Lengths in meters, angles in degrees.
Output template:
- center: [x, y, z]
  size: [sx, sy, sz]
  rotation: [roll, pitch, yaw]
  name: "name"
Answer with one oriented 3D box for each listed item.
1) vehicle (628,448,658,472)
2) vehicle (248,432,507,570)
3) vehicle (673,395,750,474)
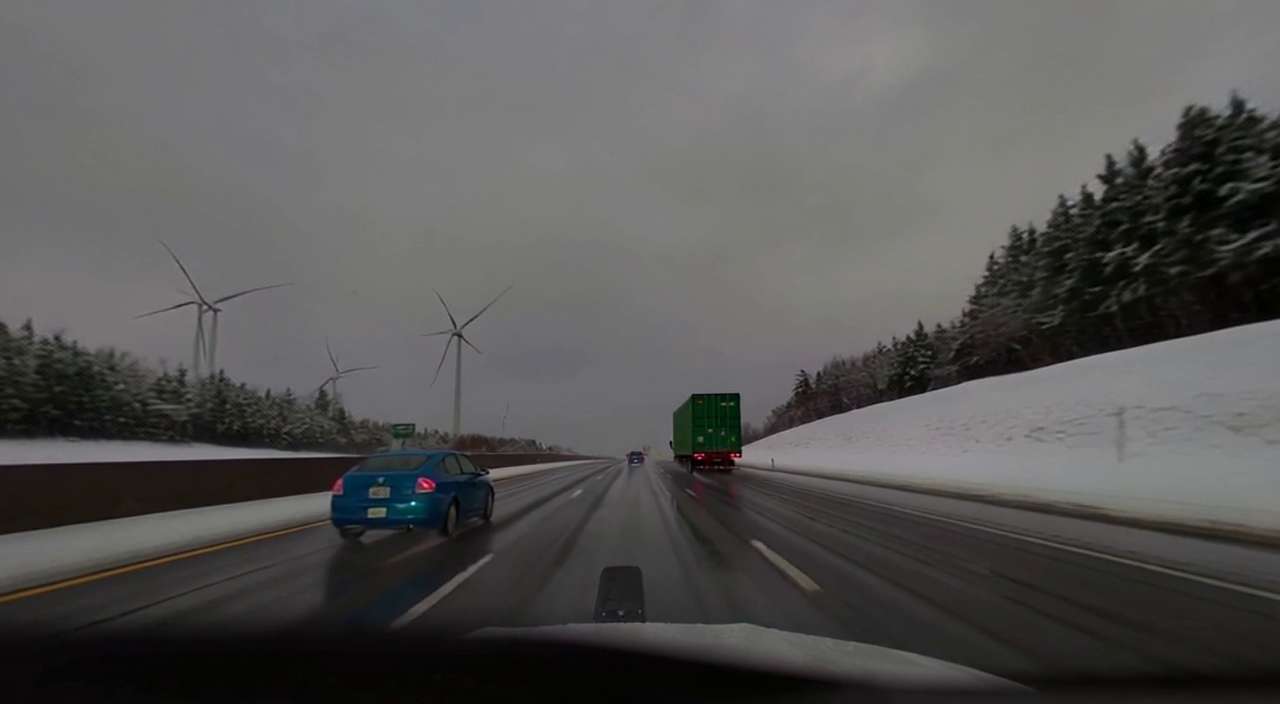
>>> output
- center: [0.191, 7.198, 42.238]
  size: [1.931, 1.453, 3.695]
  rotation: [0, -9, 0]
  name: "vehicle"
- center: [-3.363, 1.980, 9.135]
  size: [1.952, 1.521, 4.095]
  rotation: [0, -9, 0]
  name: "vehicle"
- center: [3.963, 5.245, 38.911]
  size: [2.947, 3.989, 13.568]
  rotation: [0, -9, -1]
  name: "vehicle"
